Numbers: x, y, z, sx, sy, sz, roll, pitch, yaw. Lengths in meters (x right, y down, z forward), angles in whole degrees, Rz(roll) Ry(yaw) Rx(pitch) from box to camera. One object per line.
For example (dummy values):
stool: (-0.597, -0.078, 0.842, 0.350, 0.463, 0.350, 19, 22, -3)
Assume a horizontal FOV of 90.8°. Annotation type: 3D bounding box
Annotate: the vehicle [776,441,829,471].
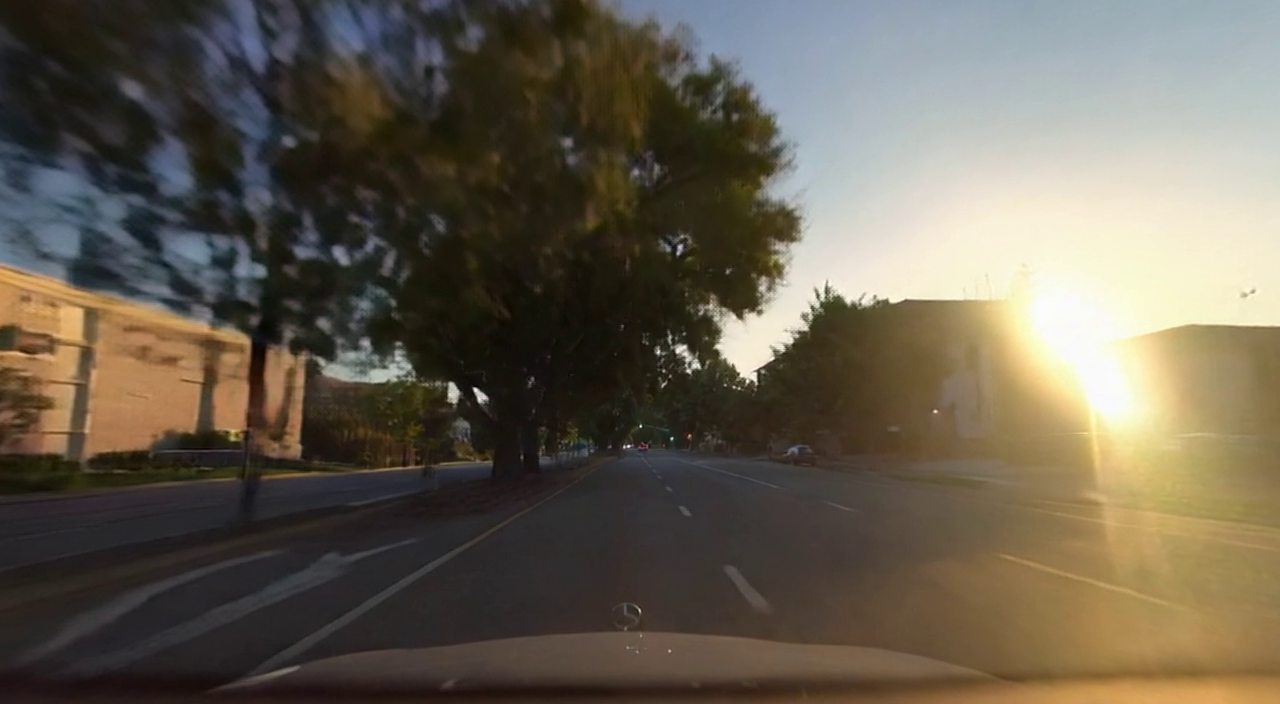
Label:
vehicle: (9.813, 6.296, 38.533, 2.044, 1.705, 4.668, 0, -9, 1)
